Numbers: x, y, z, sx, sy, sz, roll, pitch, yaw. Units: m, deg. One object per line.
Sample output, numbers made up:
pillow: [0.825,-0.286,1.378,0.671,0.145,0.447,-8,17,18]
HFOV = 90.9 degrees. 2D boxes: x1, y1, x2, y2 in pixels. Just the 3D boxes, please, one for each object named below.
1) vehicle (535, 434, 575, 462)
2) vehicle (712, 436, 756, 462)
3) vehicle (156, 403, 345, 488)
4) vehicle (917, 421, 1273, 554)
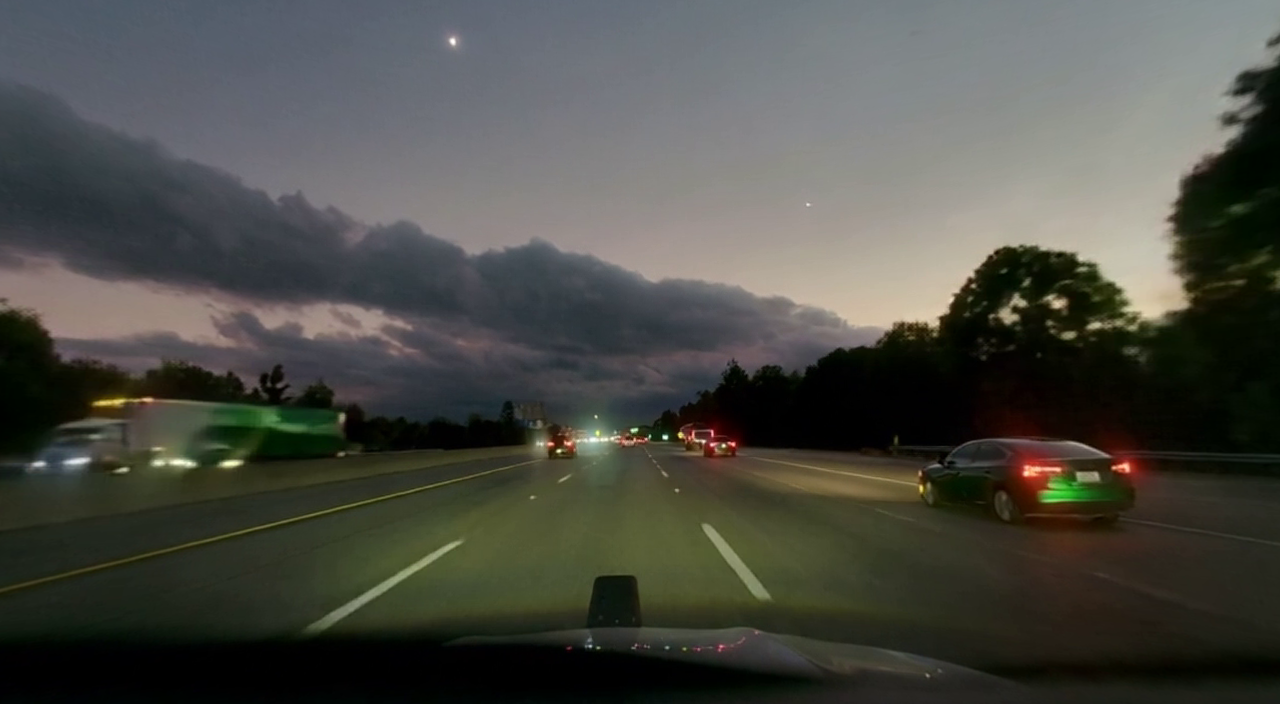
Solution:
vehicle: [-5.112,5.797,38.306,1.966,1.570,3.859,0,-8,-1]
vehicle: [5.512,5.719,37.424,1.920,1.436,3.890,0,-8,-2]
vehicle: [-13.688,3.361,23.023,2.436,2.595,7.097,0,-8,-1]
vehicle: [6.129,1.823,9.334,2.028,1.488,4.236,0,-8,-1]
